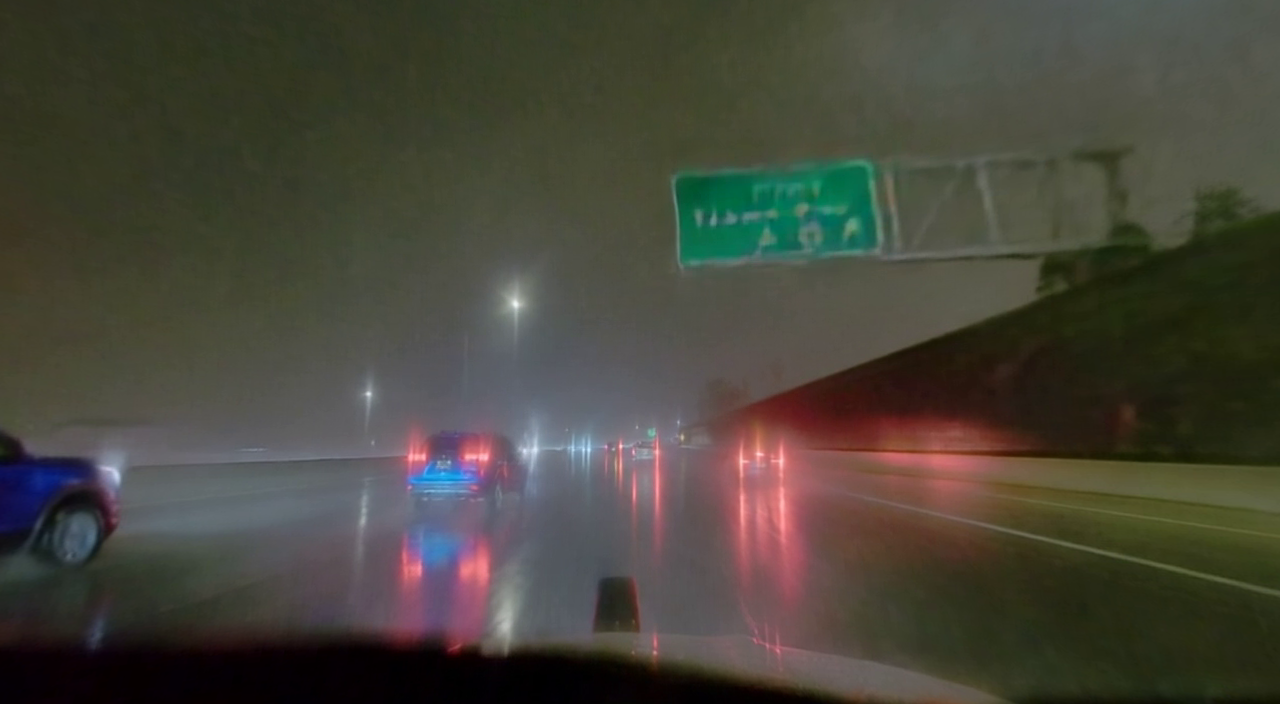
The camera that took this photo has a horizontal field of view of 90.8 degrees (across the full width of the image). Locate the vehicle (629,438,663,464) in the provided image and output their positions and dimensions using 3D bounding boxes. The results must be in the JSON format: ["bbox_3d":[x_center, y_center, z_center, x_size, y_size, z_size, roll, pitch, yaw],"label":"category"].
[{"bbox_3d":[0.428,7.308,46.795,2.428,1.841,4.402,0,-8,0],"label":"vehicle"}]

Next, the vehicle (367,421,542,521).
[{"bbox_3d":[-3.378,2.267,12.526,2.193,1.641,4.077,0,-8,0],"label":"vehicle"}]

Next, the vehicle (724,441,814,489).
[{"bbox_3d":[4.172,3.728,21.266,2.083,1.453,4.307,0,-8,-1],"label":"vehicle"}]

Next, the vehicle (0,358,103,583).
[{"bbox_3d":[-6.797,0.804,3.934,2.327,1.958,5.113,0,-8,0],"label":"vehicle"}]
